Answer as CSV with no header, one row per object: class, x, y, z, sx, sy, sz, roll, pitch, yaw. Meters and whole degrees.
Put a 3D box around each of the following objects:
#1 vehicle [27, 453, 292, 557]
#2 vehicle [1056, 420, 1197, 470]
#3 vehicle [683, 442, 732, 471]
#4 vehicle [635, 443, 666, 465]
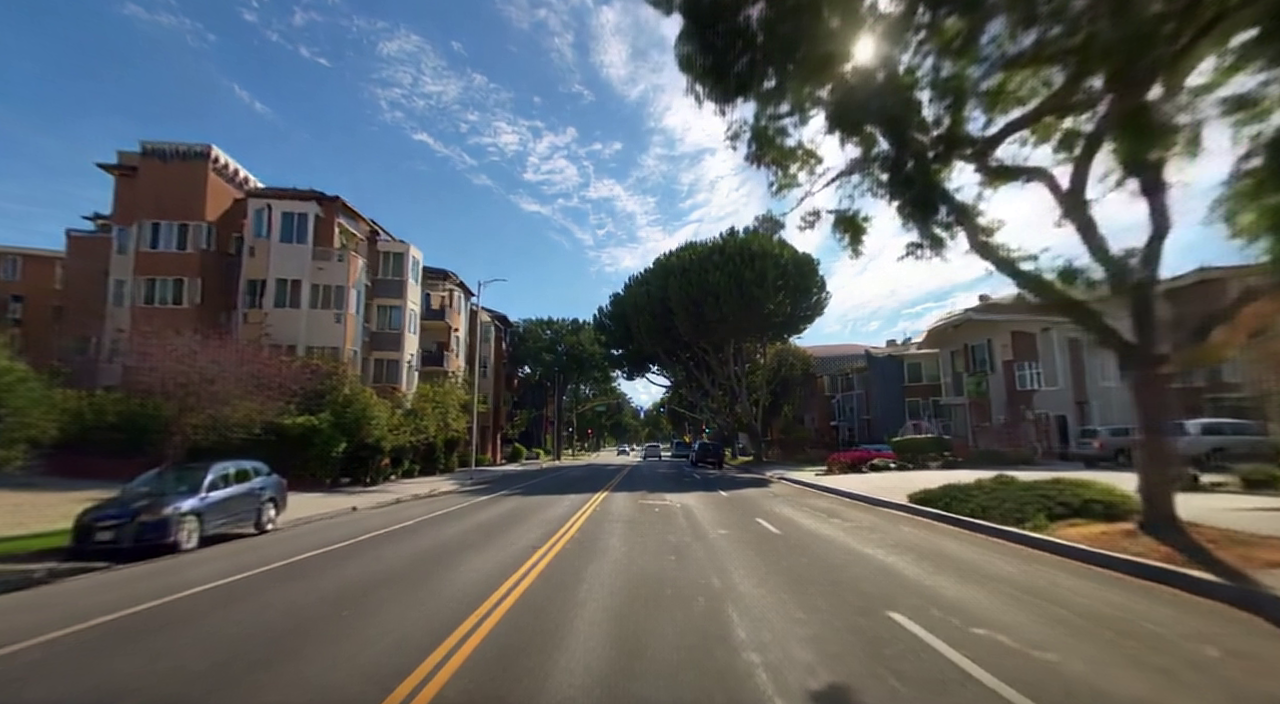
vehicle,-9.428,2.965,12.981,1.933,1.498,4.446,-4,-7,1
vehicle,19.664,3.766,25.597,4.063,1.912,2.029,1,-9,-5
vehicle,3.628,5.738,34.731,2.078,1.488,4.741,0,-9,-1
vehicle,0.725,7.202,44.549,2.097,1.463,4.043,0,-9,0
